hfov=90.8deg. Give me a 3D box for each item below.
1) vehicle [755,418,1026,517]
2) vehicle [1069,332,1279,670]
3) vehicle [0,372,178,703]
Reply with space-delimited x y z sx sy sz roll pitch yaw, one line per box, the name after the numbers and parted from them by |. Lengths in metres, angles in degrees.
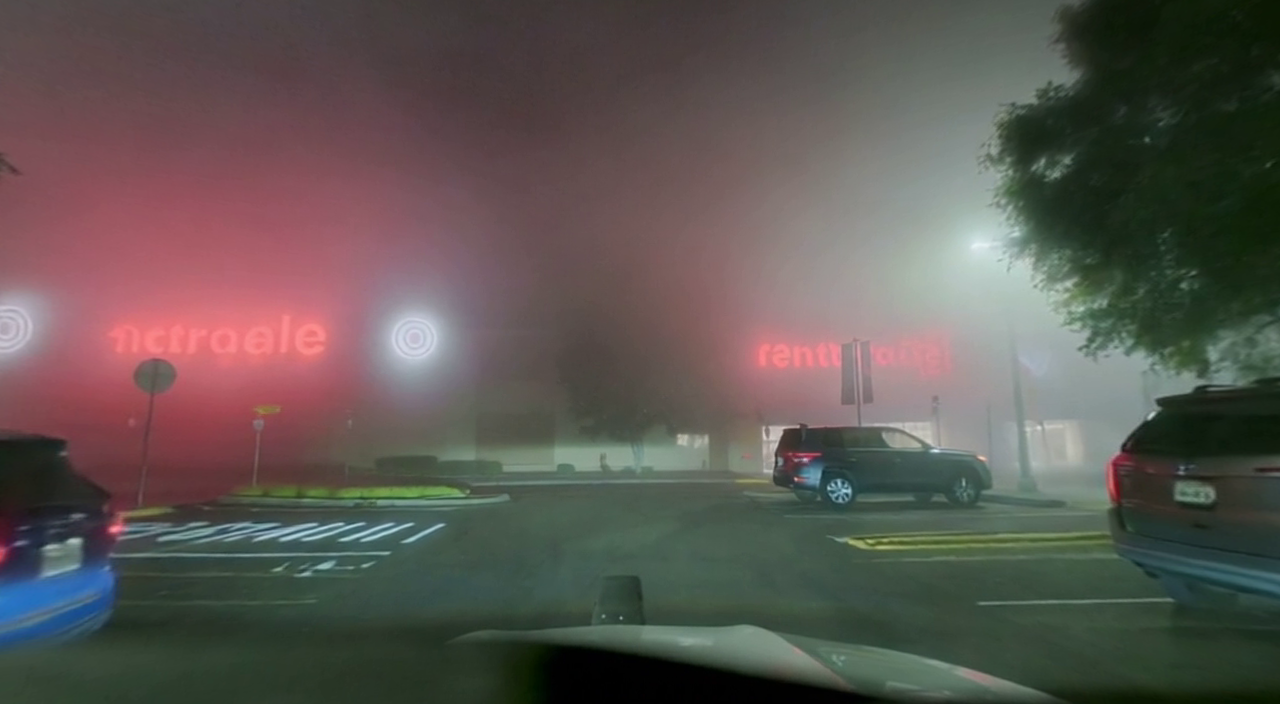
5.279 2.474 13.904 4.864 1.916 2.413 1 -8 -5 | vehicle
6.453 0.969 4.200 5.517 1.946 2.410 1 -9 -4 | vehicle
-4.981 0.877 2.766 4.335 1.499 1.856 0 -8 -5 | vehicle
